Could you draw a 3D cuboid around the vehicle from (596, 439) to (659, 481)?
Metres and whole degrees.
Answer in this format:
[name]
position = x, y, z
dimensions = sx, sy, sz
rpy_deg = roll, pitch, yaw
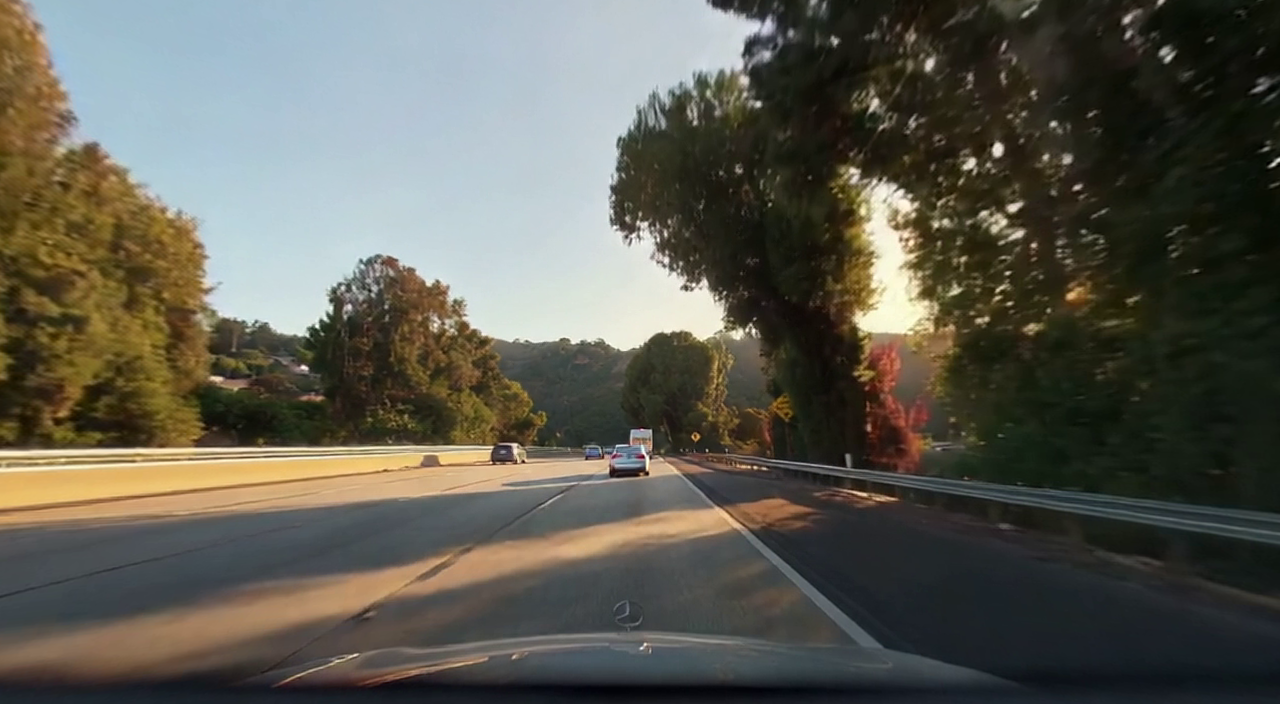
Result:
[vehicle]
position = -0.428, 4.105, 24.241
dimensions = 2.238, 1.479, 3.672
rpy_deg = 0, -9, 0
